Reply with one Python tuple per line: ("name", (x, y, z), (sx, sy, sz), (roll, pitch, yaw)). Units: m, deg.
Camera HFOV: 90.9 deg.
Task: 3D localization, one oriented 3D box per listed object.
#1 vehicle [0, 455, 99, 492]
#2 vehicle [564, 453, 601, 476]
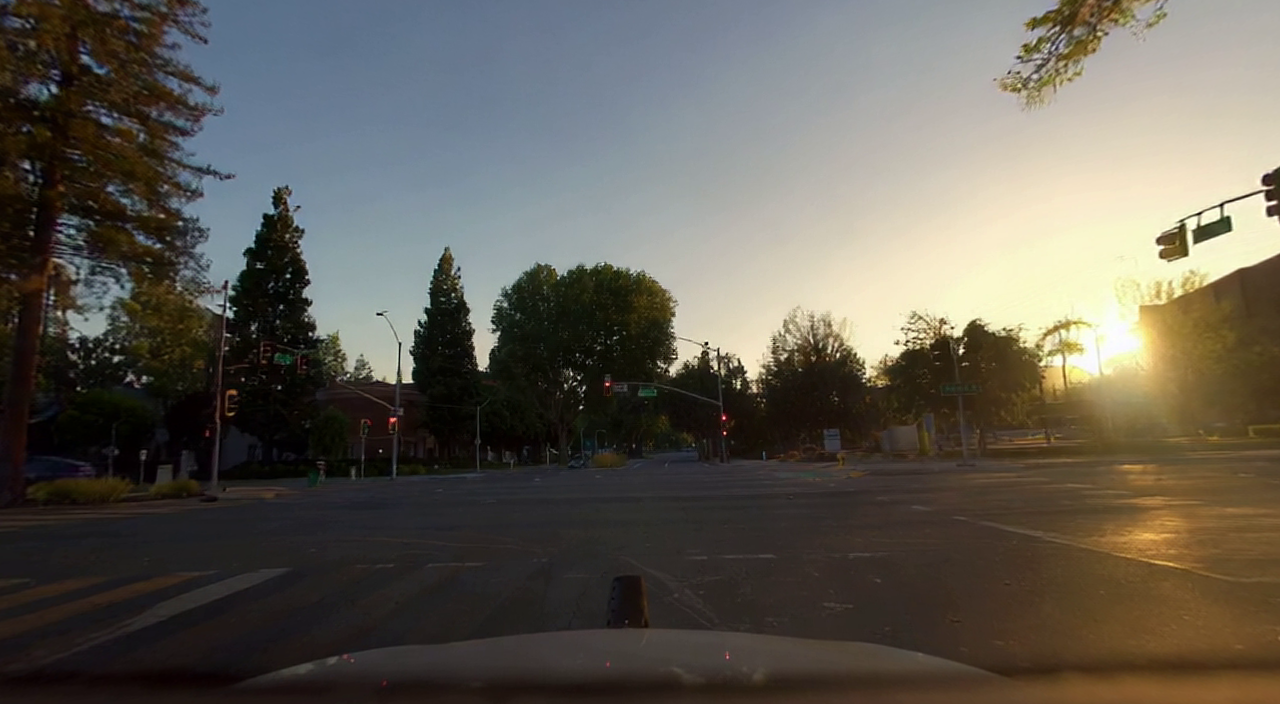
("vehicle", (-33.374, 6.584, 34.319), (5.762, 1.886, 2.241), (0, -8, 2))
("vehicle", (-4.467, 8.842, 49.837), (2.030, 1.704, 4.205), (-1, -8, 7))
